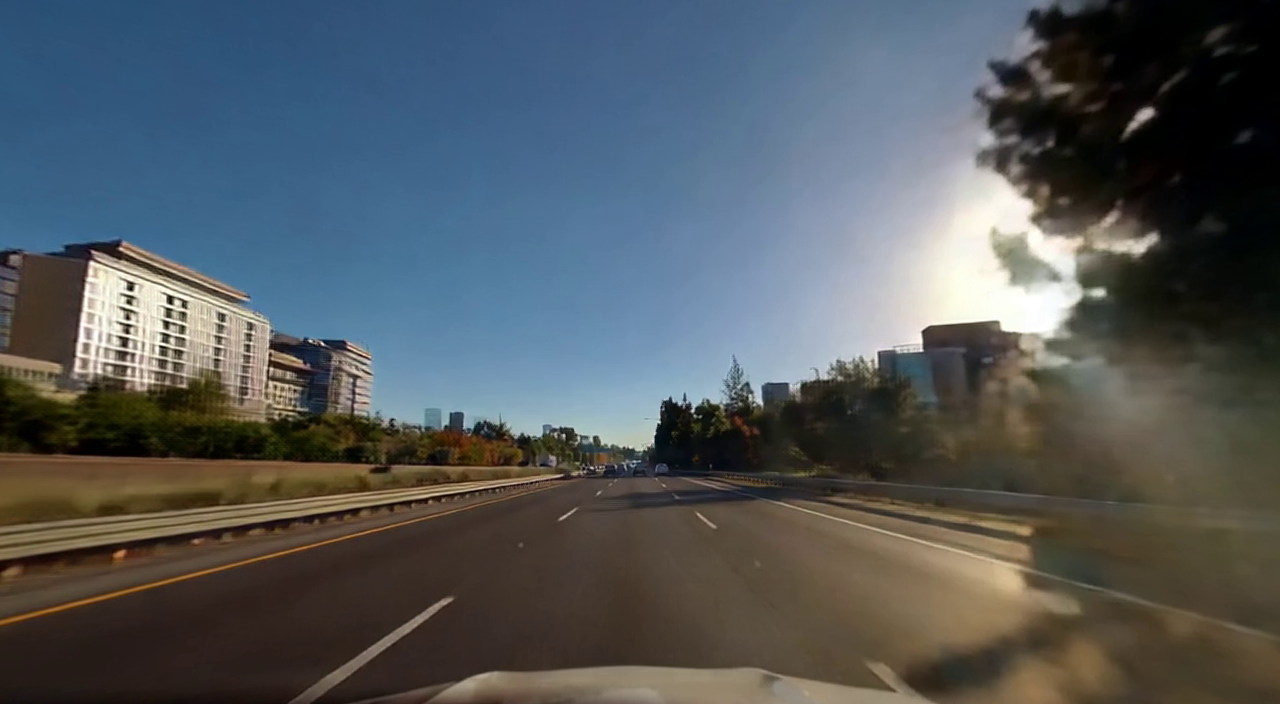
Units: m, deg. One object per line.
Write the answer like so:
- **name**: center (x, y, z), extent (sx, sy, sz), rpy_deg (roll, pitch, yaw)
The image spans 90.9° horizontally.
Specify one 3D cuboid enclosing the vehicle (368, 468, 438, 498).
- **vehicle**: center (-11.866, 6.596, 31.901), extent (1.883, 1.389, 4.129), rpy_deg (1, -10, 1)
